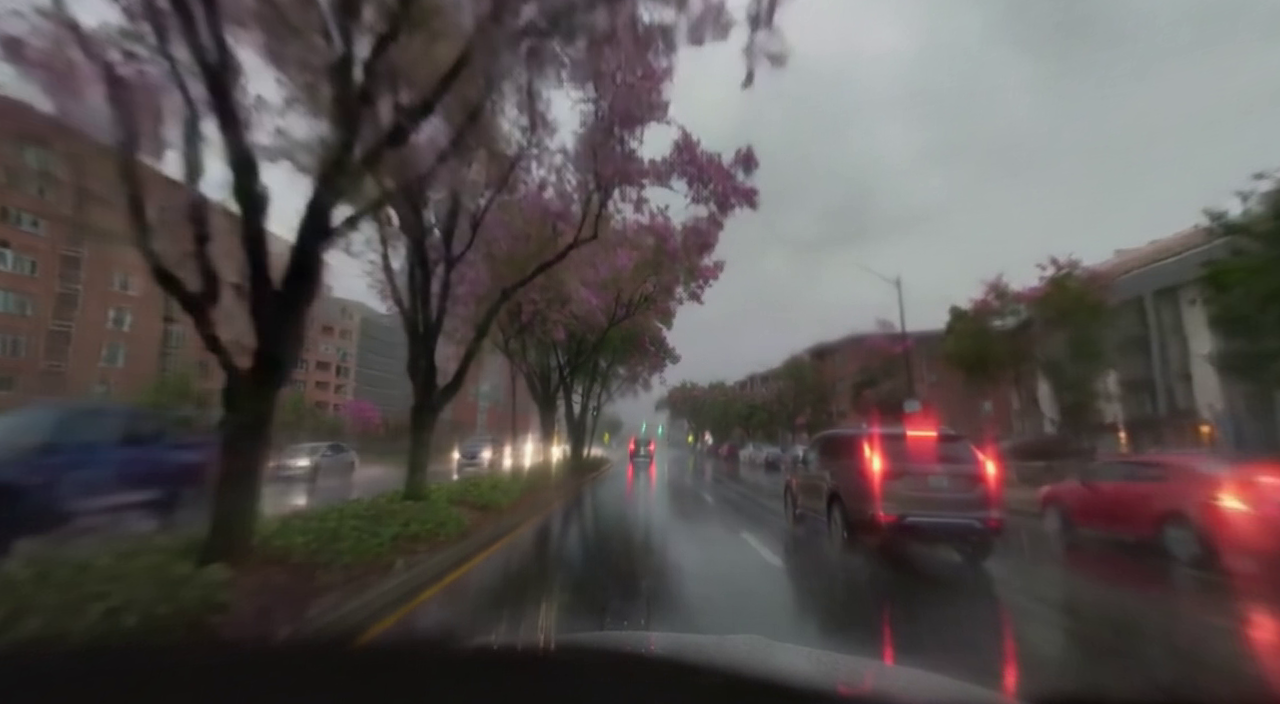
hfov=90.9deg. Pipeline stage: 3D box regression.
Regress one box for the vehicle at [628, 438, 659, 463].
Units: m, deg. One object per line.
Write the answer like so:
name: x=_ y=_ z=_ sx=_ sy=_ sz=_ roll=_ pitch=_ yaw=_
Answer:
vehicle: x=0.271 y=7.366 z=47.314 sx=2.244 sy=1.813 sz=4.129 roll=0 pitch=-8 yaw=1

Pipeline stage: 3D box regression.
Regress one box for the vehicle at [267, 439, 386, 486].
vehicle: x=-11.371 y=4.027 z=23.305 sx=2.053 sy=1.545 sz=4.417 roll=0 pitch=-8 yaw=1

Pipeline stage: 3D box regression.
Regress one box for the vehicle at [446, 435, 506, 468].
vehicle: x=-8.791 y=5.398 z=34.233 sx=2.042 sy=1.654 sz=4.504 roll=0 pitch=-8 yaw=0

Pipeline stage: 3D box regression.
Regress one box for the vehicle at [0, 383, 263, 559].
vehicle: x=-8.069 y=1.535 z=8.512 sx=2.249 sy=1.898 sz=5.815 roll=0 pitch=-8 yaw=1

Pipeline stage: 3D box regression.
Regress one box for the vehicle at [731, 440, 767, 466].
vehicle: x=7.903 y=7.362 z=46.090 sx=1.895 sy=1.799 sz=4.265 roll=0 pitch=-8 yaw=0

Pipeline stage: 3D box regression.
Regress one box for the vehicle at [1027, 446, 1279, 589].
vehicle: x=7.651 y=2.061 z=8.765 sx=1.821 sy=1.462 sz=4.382 roll=0 pitch=-8 yaw=1

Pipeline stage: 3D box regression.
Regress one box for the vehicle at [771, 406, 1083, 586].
vehicle: x=3.289 y=1.743 z=8.513 sx=2.071 sy=1.747 sz=4.549 roll=0 pitch=-8 yaw=0
